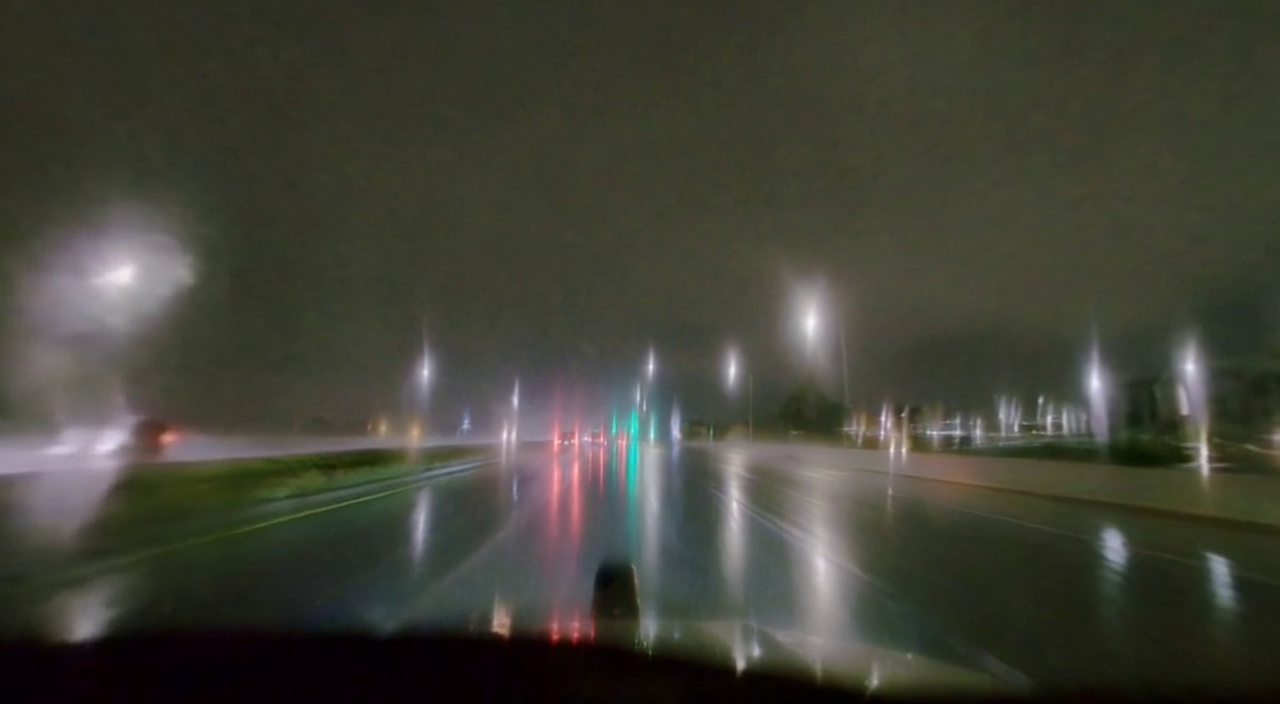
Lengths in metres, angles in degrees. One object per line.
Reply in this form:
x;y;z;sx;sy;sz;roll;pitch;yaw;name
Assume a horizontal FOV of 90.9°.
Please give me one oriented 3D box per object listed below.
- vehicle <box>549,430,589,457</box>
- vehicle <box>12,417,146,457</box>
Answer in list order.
-4.384;5.700;39.398;2.062;1.591;4.156;0;-8;-1;vehicle
-24.804;3.792;28.130;1.849;1.591;4.497;0;-8;-1;vehicle
